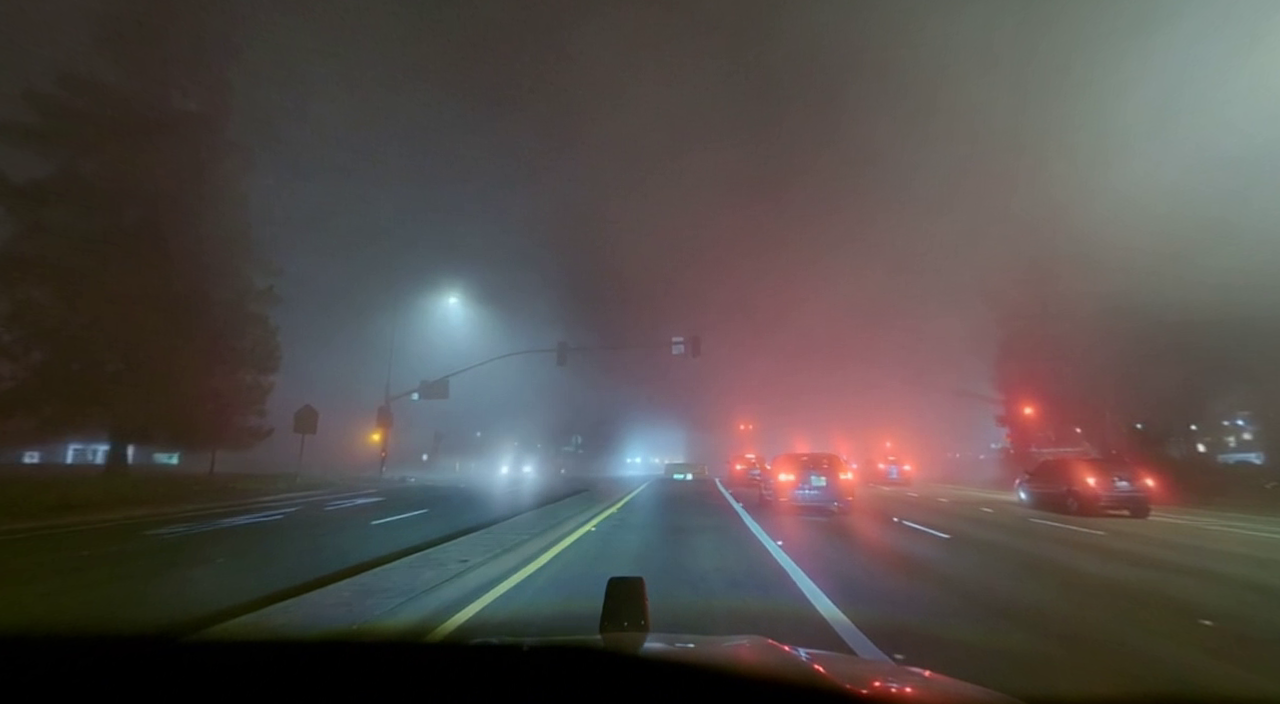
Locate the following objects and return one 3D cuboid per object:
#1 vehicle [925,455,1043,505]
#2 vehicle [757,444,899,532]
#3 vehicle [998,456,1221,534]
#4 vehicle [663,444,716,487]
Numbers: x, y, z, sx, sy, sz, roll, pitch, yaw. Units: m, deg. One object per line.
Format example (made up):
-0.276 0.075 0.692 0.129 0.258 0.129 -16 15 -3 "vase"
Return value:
11.690 4.341 21.801 1.842 1.466 4.379 -1 -8 4 "vehicle"
3.835 2.812 13.684 2.078 1.578 4.107 0 -9 4 "vehicle"
10.172 3.081 14.192 1.884 1.422 4.262 0 -9 3 "vehicle"
2.222 5.194 29.227 2.245 1.800 4.522 0 -8 3 "vehicle"
